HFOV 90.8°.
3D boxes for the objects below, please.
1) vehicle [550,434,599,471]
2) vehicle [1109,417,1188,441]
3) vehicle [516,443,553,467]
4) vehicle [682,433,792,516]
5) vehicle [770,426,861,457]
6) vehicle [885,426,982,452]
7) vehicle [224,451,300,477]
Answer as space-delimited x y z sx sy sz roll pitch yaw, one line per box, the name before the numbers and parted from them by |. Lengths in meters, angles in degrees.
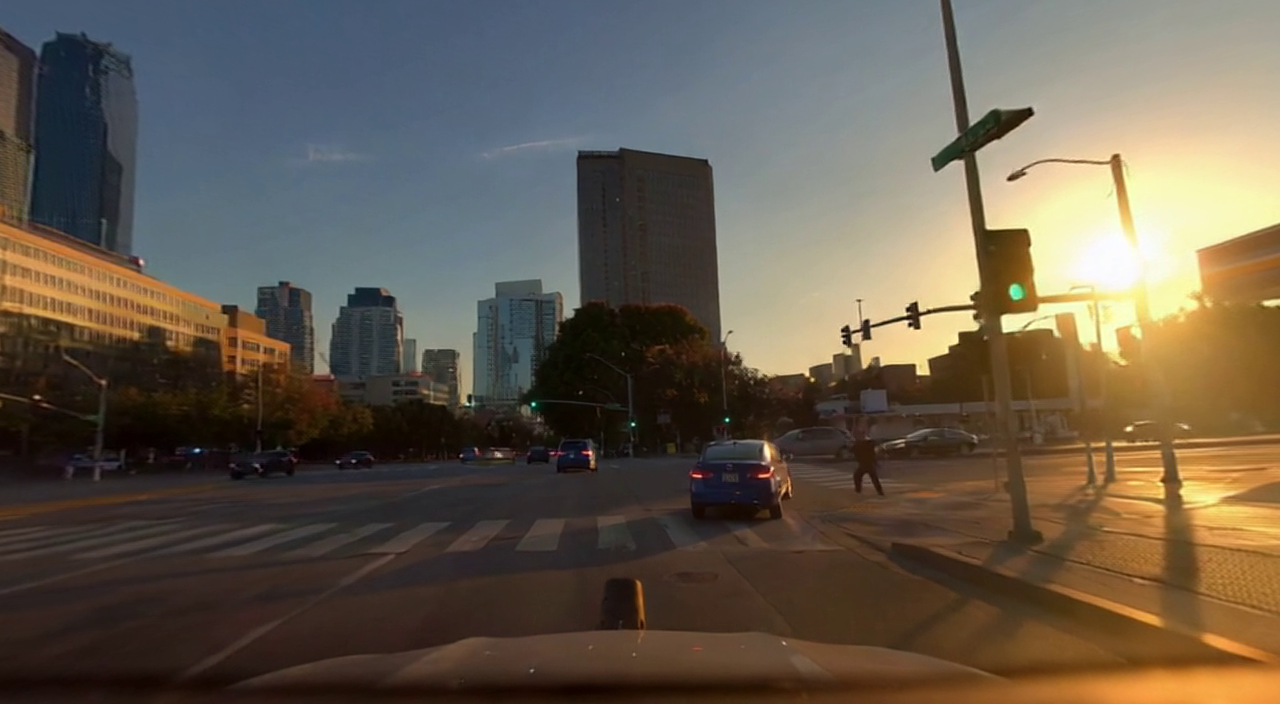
vehicle | -3.196 4.971 31.460 2.210 1.722 4.215 0 -8 -4
vehicle | 34.991 5.330 43.513 3.923 1.619 1.817 1 -8 -5
vehicle | -7.051 6.878 42.484 2.003 1.492 4.291 0 -8 -4
vehicle | 2.248 2.548 13.721 1.976 1.462 4.342 -2 -9 13
vehicle | 9.898 5.058 35.773 4.524 1.681 1.823 1 -9 -6
vehicle | 16.738 4.974 36.162 4.700 1.417 1.789 0 -8 -4
vehicle | -25.730 7.625 43.211 2.376 1.616 4.587 0 -9 -1
